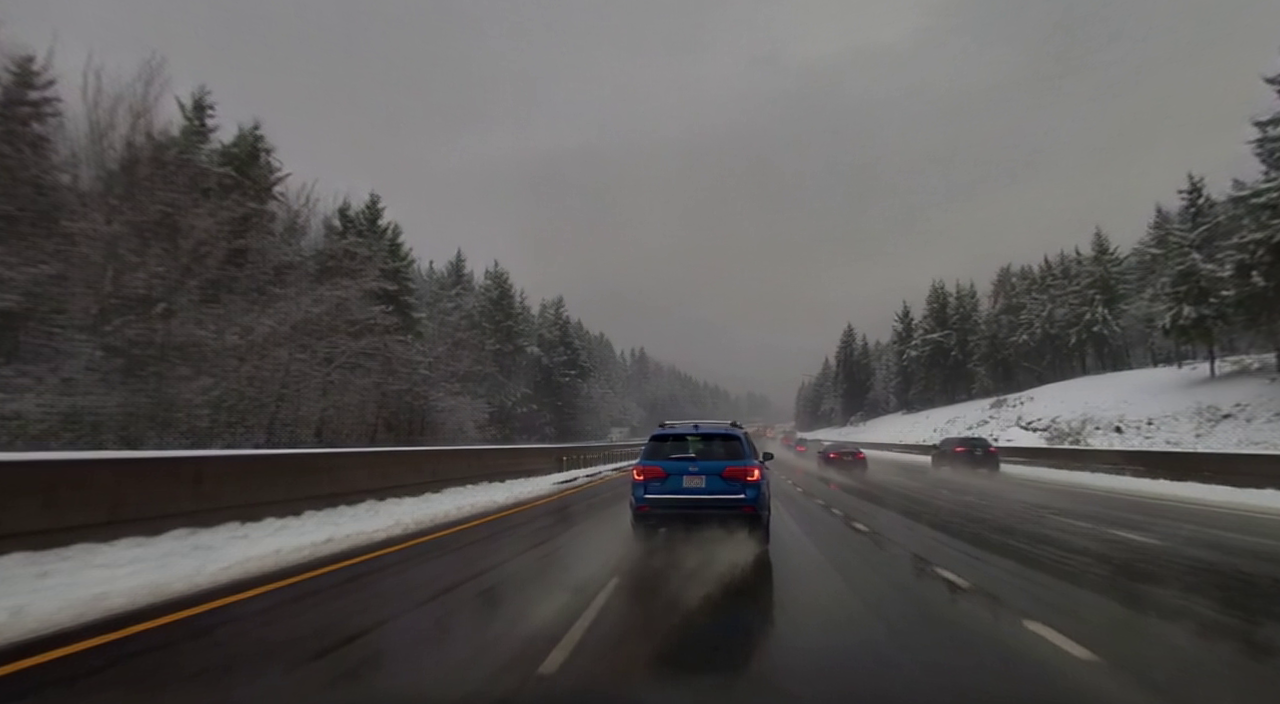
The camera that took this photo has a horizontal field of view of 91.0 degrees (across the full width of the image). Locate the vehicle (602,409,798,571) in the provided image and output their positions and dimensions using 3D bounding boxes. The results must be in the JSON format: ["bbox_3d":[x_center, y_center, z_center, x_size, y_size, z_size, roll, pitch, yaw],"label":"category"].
[{"bbox_3d":[0.921,1.713,8.626,2.021,1.635,4.085,-1,-8,9],"label":"vehicle"}]

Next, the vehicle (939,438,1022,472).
[{"bbox_3d":[15.924,4.818,29.742,1.990,1.478,4.475,-1,-8,9],"label":"vehicle"}]

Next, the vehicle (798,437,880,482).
[{"bbox_3d":[7.078,3.860,22.918,1.962,1.442,4.536,-1,-8,6],"label":"vehicle"}]
